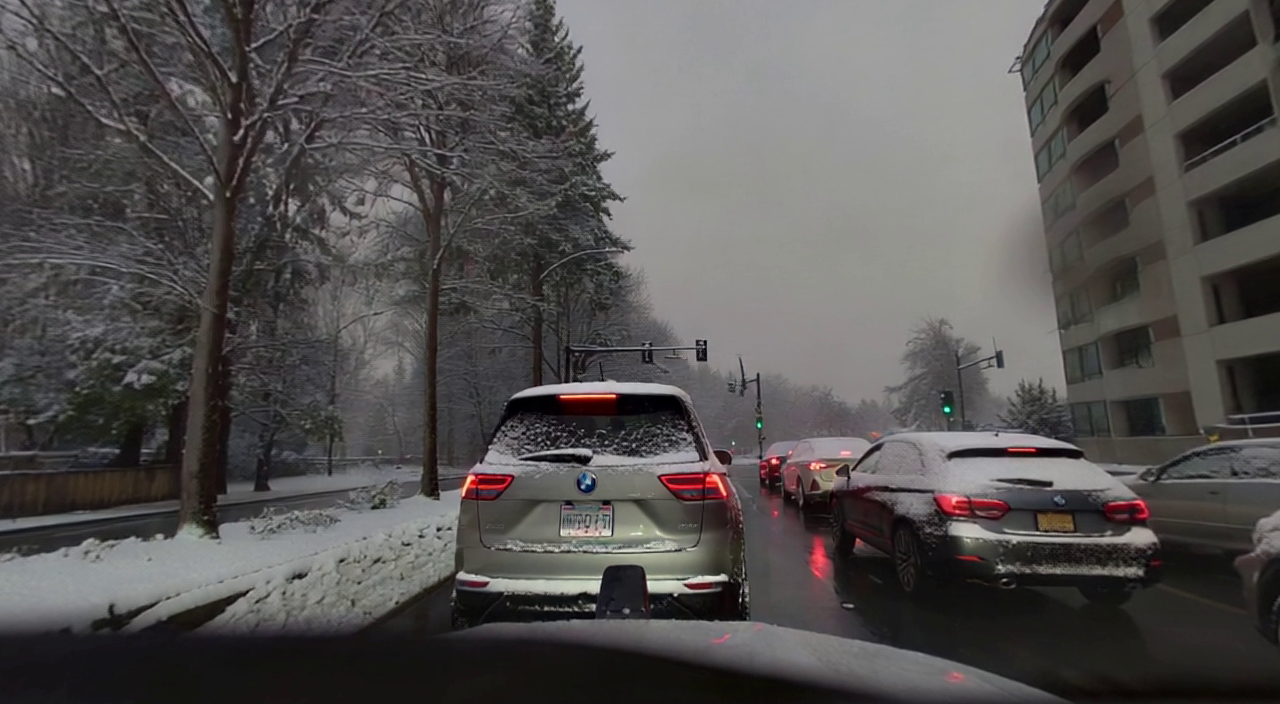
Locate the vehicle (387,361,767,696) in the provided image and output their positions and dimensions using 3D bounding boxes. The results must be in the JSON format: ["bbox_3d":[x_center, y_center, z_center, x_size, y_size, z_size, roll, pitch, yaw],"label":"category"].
[{"bbox_3d":[-0.209,1.238,5.562,2.021,1.742,4.295,-1,-8,4],"label":"vehicle"}]

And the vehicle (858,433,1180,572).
[{"bbox_3d":[4.903,1.974,9.168,1.963,1.480,4.553,0,-8,2],"label":"vehicle"}]

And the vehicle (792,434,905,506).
[{"bbox_3d":[5.337,3.036,16.724,1.994,1.638,4.100,-1,-9,6],"label":"vehicle"}]

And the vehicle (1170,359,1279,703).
[{"bbox_3d":[4.061,0.611,1.112,1.993,1.719,4.953,0,-8,1],"label":"vehicle"}]
